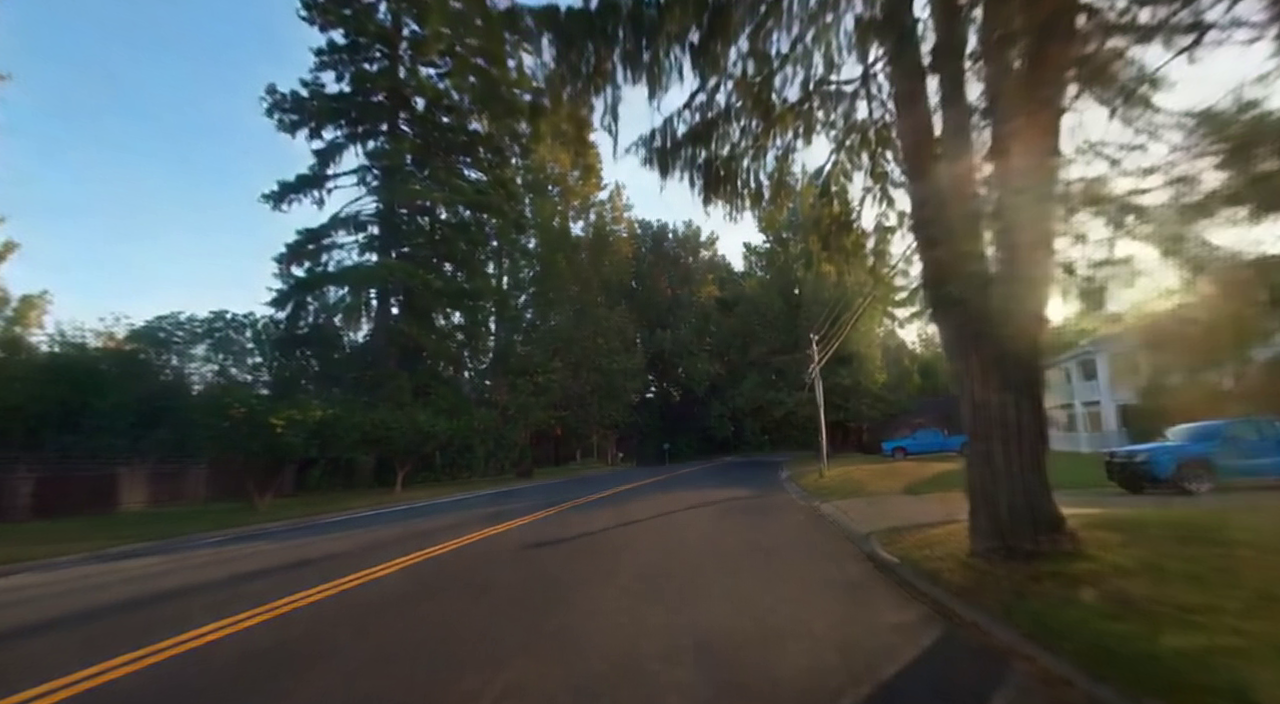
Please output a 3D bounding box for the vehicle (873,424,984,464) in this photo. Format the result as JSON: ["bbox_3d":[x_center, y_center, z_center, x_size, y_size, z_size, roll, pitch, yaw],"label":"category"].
[{"bbox_3d":[17.169,5.566,37.901,5.704,1.788,2.095,-8,-12,17],"label":"vehicle"}]

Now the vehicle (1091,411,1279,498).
[{"bbox_3d":[12.184,1.953,12.507,4.644,1.441,2.074,-7,-10,14],"label":"vehicle"}]
